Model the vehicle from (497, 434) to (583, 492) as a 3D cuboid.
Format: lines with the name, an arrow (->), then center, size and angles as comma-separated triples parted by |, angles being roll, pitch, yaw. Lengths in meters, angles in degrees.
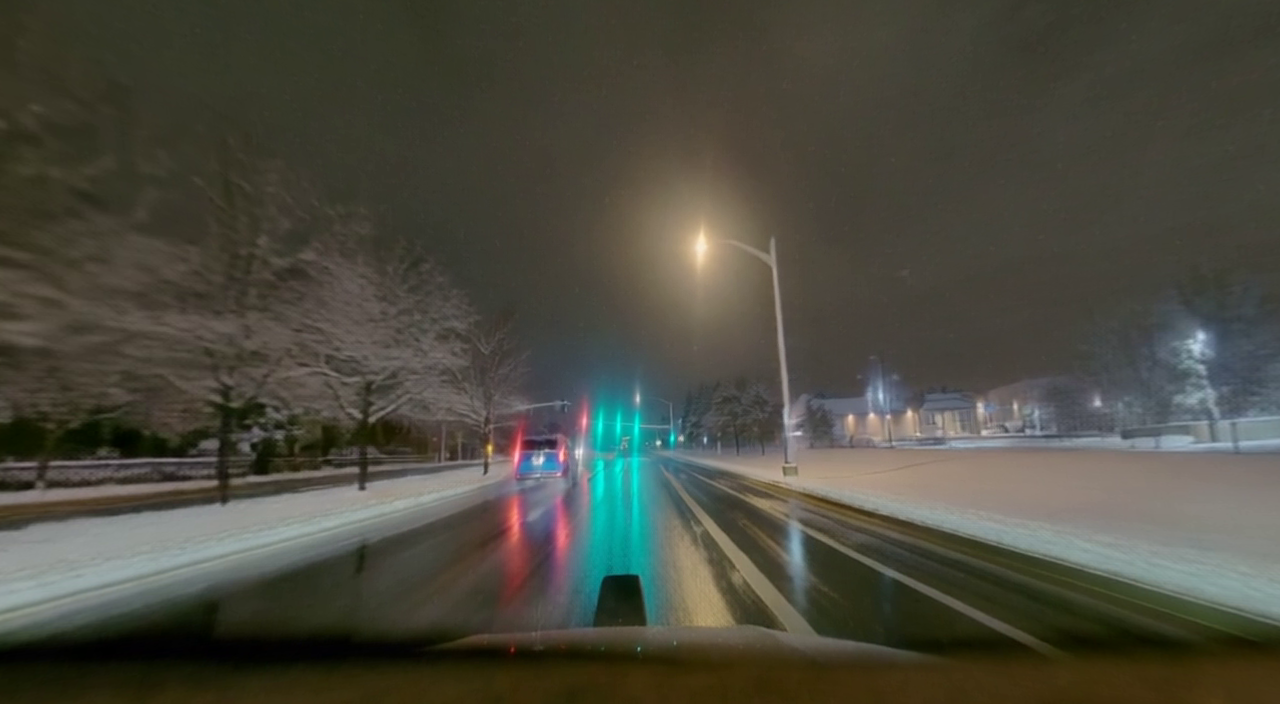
vehicle -> -3.217, 3.660, 21.232 | 2.121, 1.724, 4.392 | 0, -9, 1
